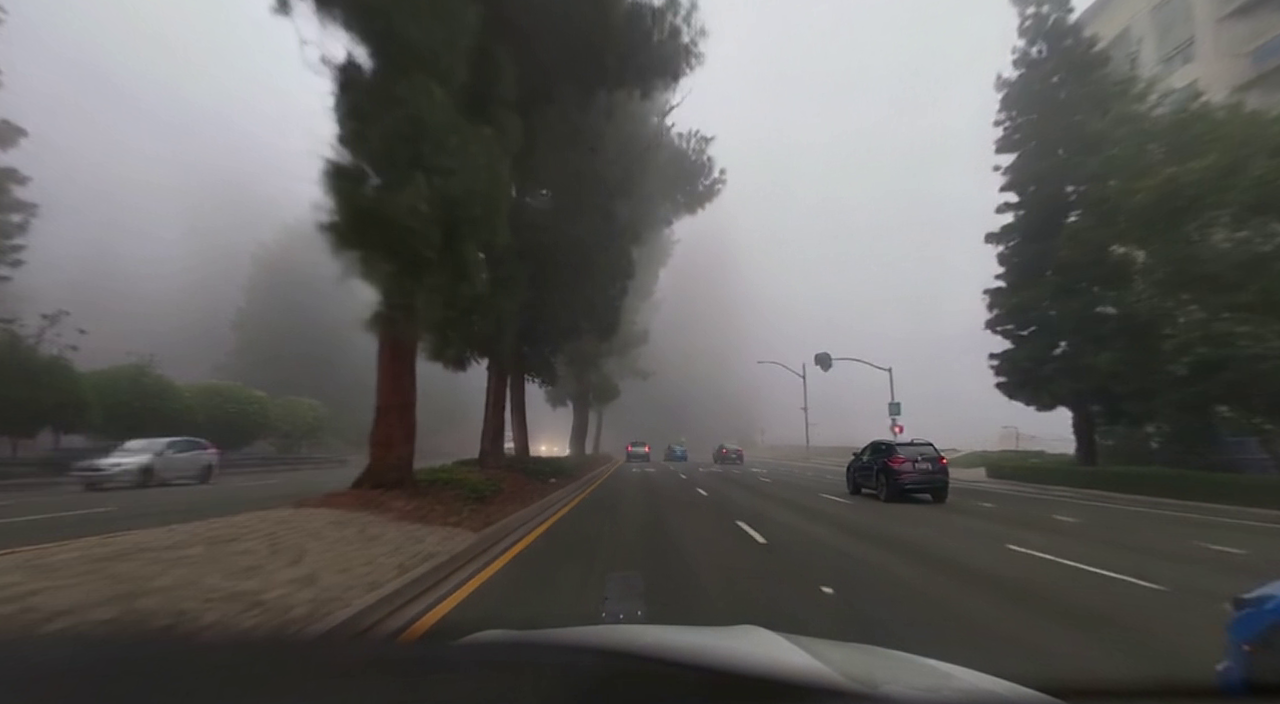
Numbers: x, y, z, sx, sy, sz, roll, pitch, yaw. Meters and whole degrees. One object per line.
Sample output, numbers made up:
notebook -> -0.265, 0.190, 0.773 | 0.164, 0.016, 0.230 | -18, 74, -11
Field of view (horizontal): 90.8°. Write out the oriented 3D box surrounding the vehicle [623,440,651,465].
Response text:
vehicle -> -0.267, 7.838, 49.308 | 2.146, 1.800, 4.042 | 0, -9, -1

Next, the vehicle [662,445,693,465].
vehicle -> 2.847, 7.903, 48.685 | 1.930, 1.483, 4.471 | 0, -9, -2

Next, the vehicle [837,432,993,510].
vehicle -> 6.838, 2.990, 16.353 | 1.987, 1.730, 4.373 | 0, -9, -1

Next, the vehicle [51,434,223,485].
vehicle -> -17.819, 3.833, 22.804 | 2.005, 1.628, 4.940 | 0, -9, 2

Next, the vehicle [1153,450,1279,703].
vehicle -> 3.286, 0.779, 0.561 | 1.990, 1.347, 4.388 | 0, -9, 0

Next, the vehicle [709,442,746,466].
vehicle -> 6.278, 7.379, 45.868 | 1.931, 1.685, 4.054 | 0, -9, -3
